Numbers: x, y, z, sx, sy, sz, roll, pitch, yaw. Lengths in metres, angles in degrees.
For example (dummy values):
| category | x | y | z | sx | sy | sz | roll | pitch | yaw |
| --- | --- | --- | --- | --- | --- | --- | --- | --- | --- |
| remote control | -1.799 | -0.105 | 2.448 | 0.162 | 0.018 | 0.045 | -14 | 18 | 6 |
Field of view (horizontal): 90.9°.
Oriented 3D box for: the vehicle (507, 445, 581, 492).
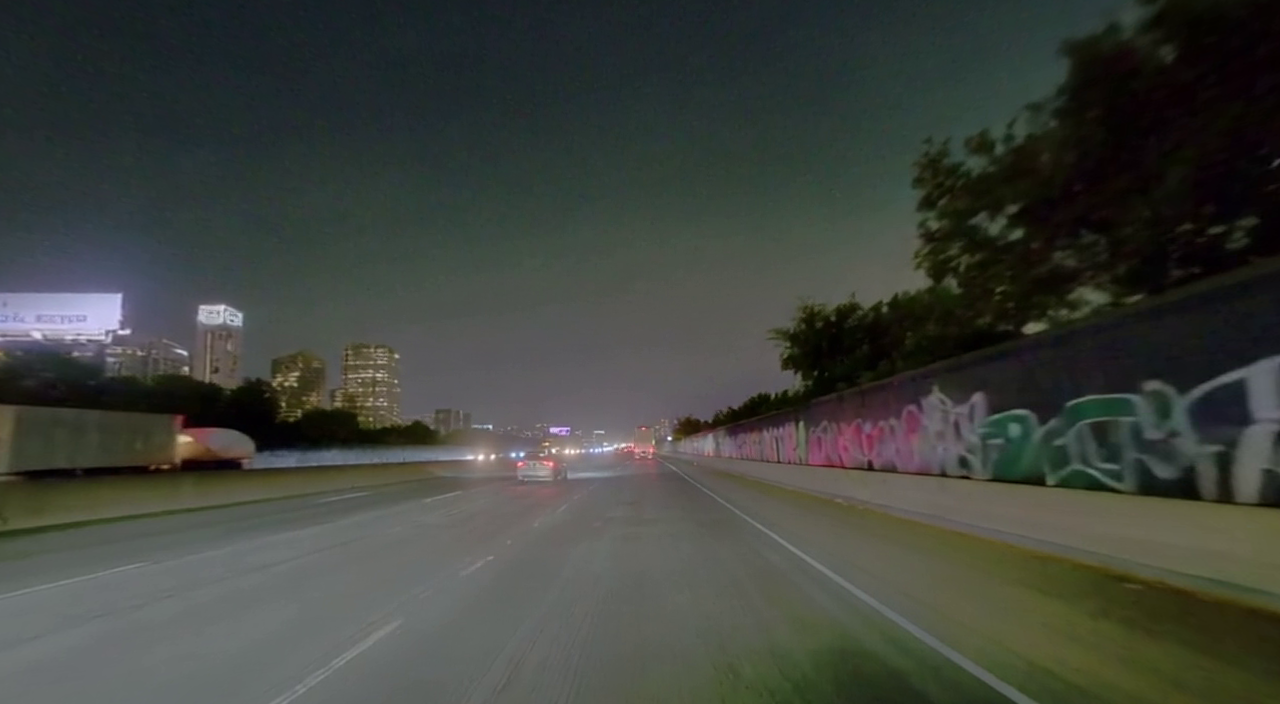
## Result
| category | x | y | z | sx | sy | sz | roll | pitch | yaw |
| --- | --- | --- | --- | --- | --- | --- | --- | --- | --- |
| vehicle | -3.195 | 3.975 | 21.861 | 1.803 | 1.466 | 4.509 | 0 | -9 | 1 |

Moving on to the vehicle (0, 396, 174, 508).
| category | x | y | z | sx | sy | sz | roll | pitch | yaw |
| --- | --- | --- | --- | --- | --- | --- | --- | --- | --- |
| vehicle | -22.447 | 3.737 | 23.561 | 3.241 | 3.624 | 8.590 | 0 | -9 | 1 |
